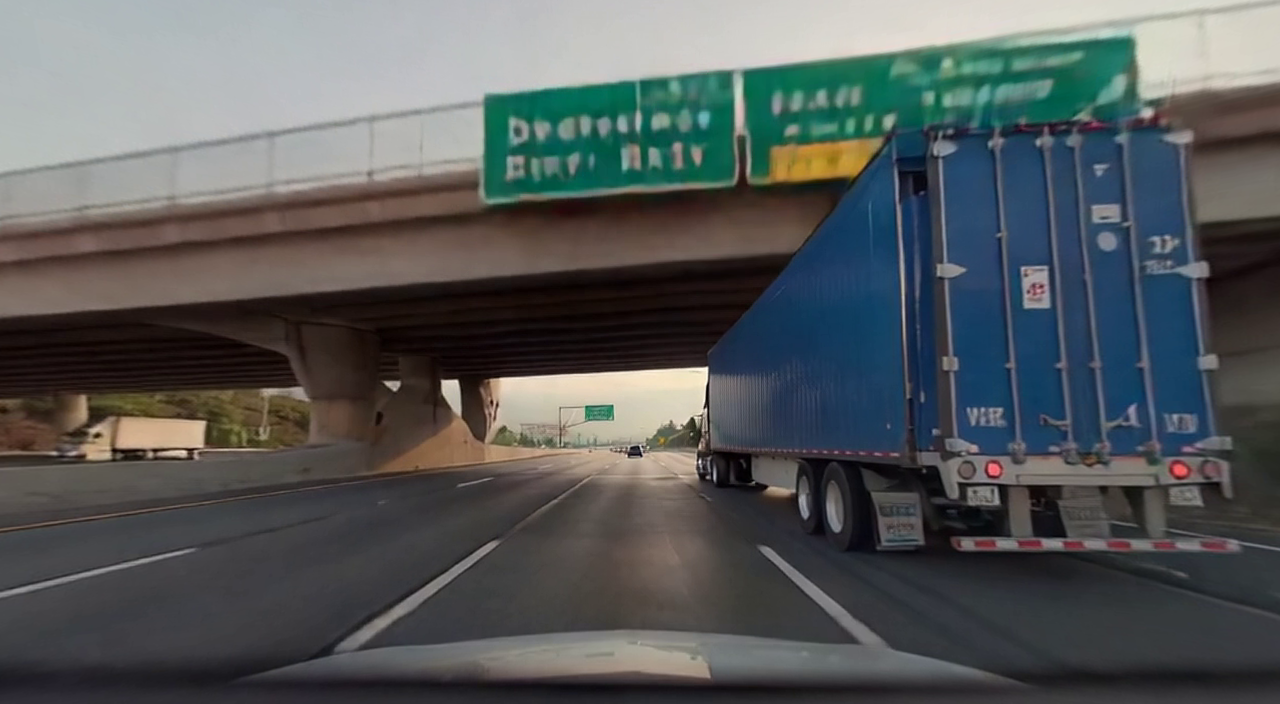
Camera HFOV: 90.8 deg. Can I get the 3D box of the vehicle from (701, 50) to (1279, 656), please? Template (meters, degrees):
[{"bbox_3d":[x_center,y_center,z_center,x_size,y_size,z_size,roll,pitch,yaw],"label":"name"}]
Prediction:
[{"bbox_3d":[3.498,1.094,12.410,2.743,4.160,16.408,0,-9,-1],"label":"vehicle"}]

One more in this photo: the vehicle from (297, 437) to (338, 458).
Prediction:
[{"bbox_3d":[-25.388,7.573,49.834,1.528,1.370,3.394,-1,-12,-1],"label":"vehicle"}]
